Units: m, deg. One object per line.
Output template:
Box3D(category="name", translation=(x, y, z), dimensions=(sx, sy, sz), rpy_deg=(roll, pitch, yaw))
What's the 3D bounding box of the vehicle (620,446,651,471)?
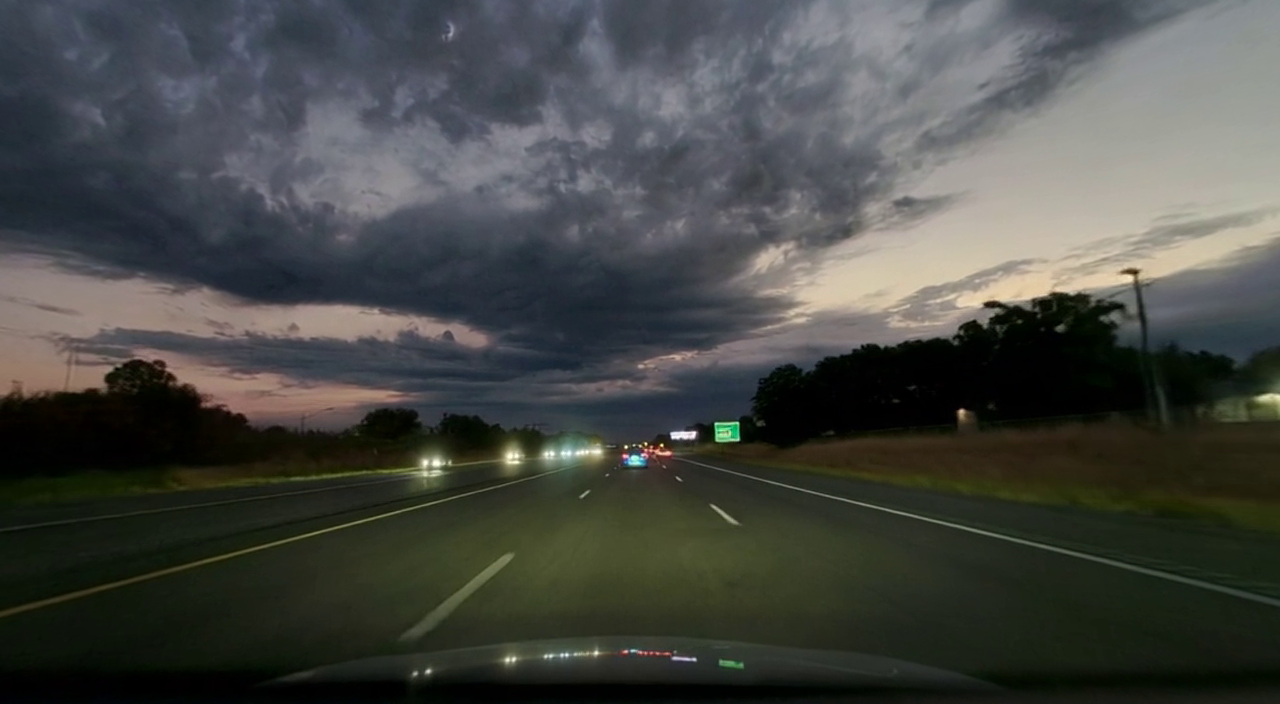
Box3D(category="vehicle", translation=(-0.285, 7.039, 41.773), dimensions=(1.916, 1.494, 4.335), rpy_deg=(0, -9, 0))
